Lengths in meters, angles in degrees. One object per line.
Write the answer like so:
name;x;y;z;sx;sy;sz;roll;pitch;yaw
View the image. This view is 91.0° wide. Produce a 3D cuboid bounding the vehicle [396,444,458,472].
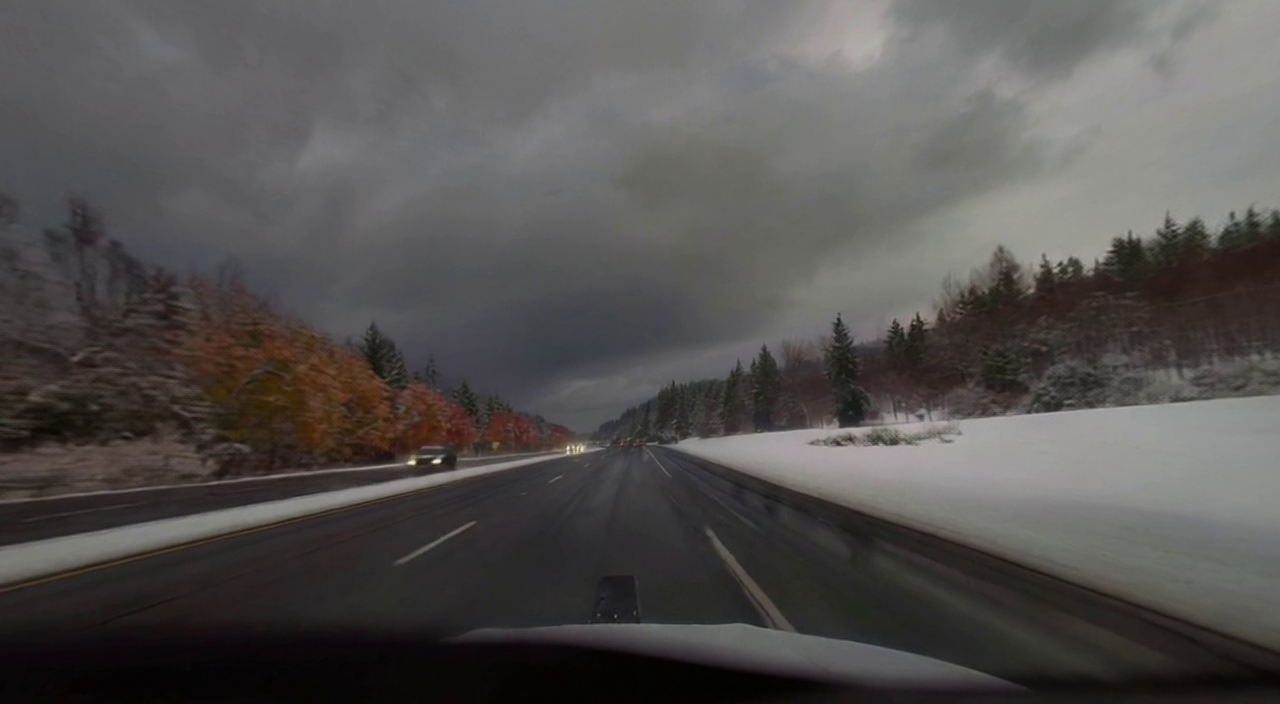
vehicle;-12.374;6.165;36.843;2.073;1.486;4.290;-1;-8;1
